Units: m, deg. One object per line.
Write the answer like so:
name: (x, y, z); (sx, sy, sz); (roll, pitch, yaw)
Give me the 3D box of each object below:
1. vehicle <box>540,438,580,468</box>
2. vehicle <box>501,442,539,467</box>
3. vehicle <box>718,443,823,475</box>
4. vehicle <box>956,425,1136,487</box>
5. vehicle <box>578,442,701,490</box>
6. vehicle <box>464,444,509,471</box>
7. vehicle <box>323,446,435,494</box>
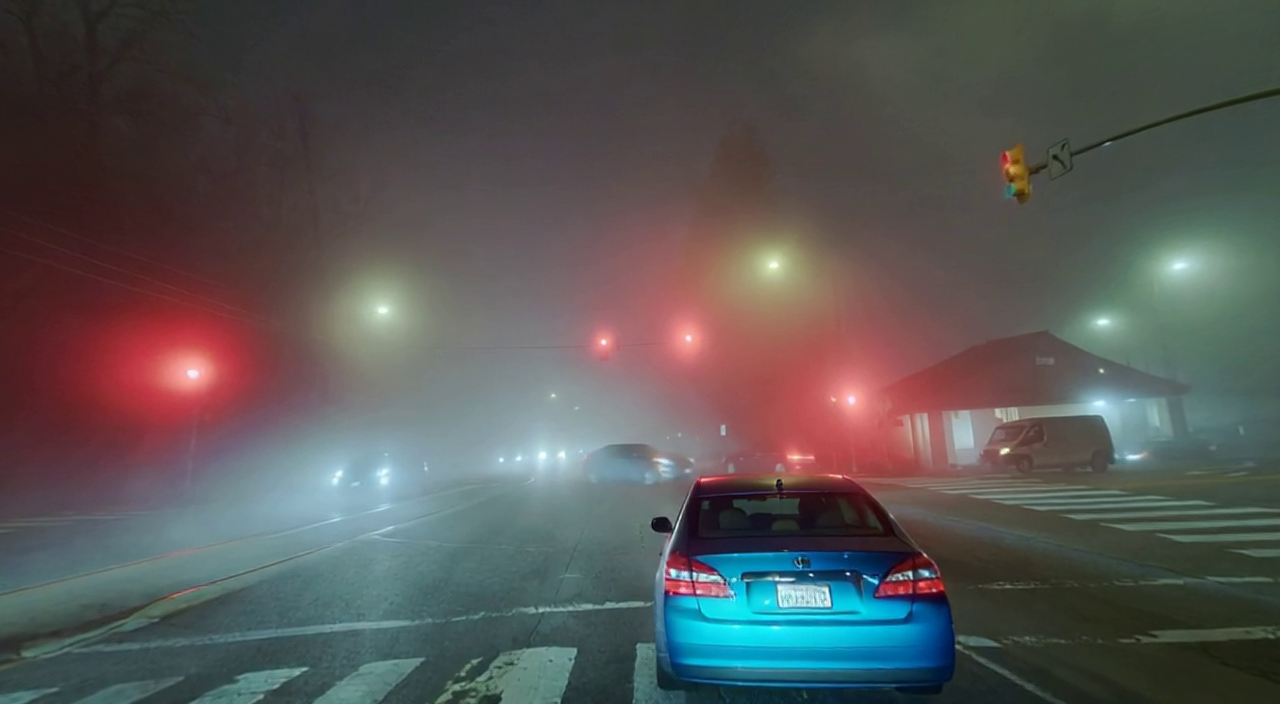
vehicle: (-4.706, 6.024, 37.747); (1.975, 1.642, 4.846); (0, -9, -3)
vehicle: (-8.649, 7.403, 45.872); (2.087, 1.718, 4.700); (0, -9, -3)
vehicle: (6.464, 5.357, 31.774); (4.828, 1.453, 1.919); (-9, -12, 44)
vehicle: (14.851, 3.771, 23.139); (5.910, 2.046, 2.228); (3, -9, -19)
vehicle: (-0.120, 3.727, 21.029); (1.846, 1.416, 4.228); (7, -11, -38)
vehicle: (-8.931, 6.167, 37.087); (1.779, 1.460, 4.463); (1, -9, -4)
vehicle: (-8.842, 4.020, 21.907); (2.024, 1.460, 4.381); (0, -9, 0)
